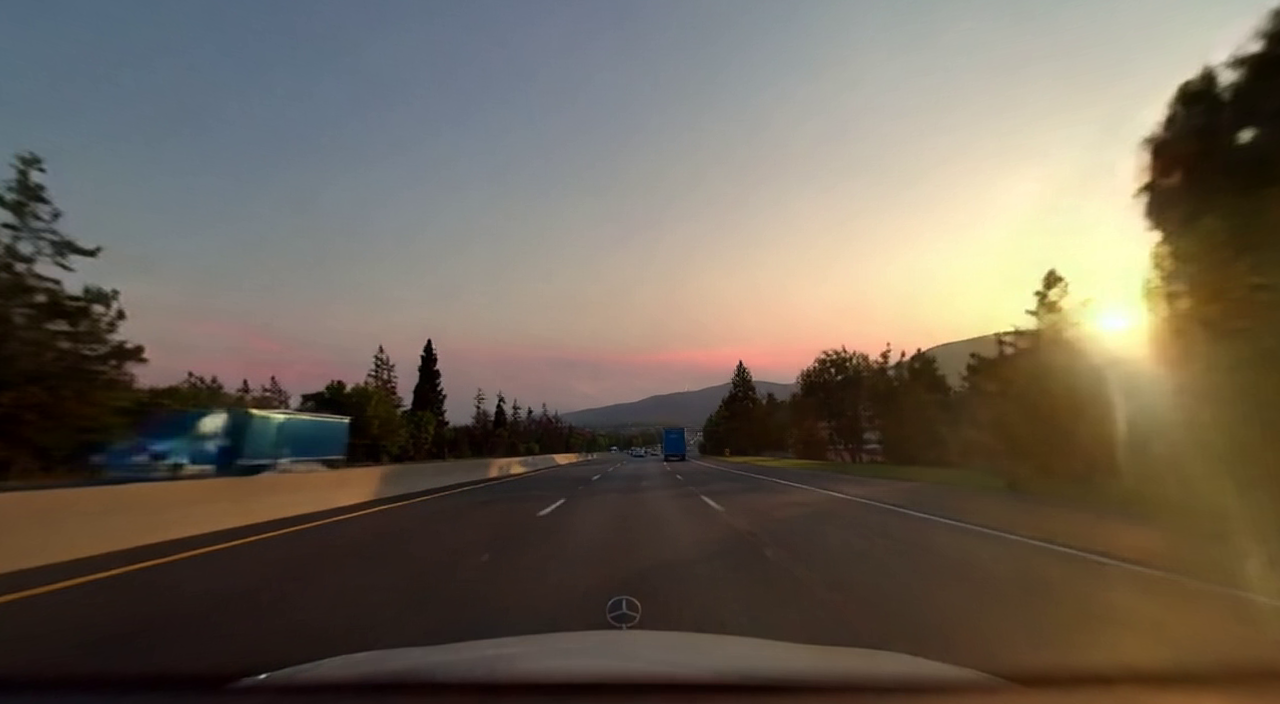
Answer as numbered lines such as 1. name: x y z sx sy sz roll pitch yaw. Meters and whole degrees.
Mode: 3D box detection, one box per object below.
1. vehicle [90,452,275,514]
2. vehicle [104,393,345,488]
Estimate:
1. vehicle: -12.230 3.487 17.293 1.849 1.447 4.304 0 -9 0
2. vehicle: -19.633 4.517 31.735 2.995 3.744 13.270 0 -9 1
